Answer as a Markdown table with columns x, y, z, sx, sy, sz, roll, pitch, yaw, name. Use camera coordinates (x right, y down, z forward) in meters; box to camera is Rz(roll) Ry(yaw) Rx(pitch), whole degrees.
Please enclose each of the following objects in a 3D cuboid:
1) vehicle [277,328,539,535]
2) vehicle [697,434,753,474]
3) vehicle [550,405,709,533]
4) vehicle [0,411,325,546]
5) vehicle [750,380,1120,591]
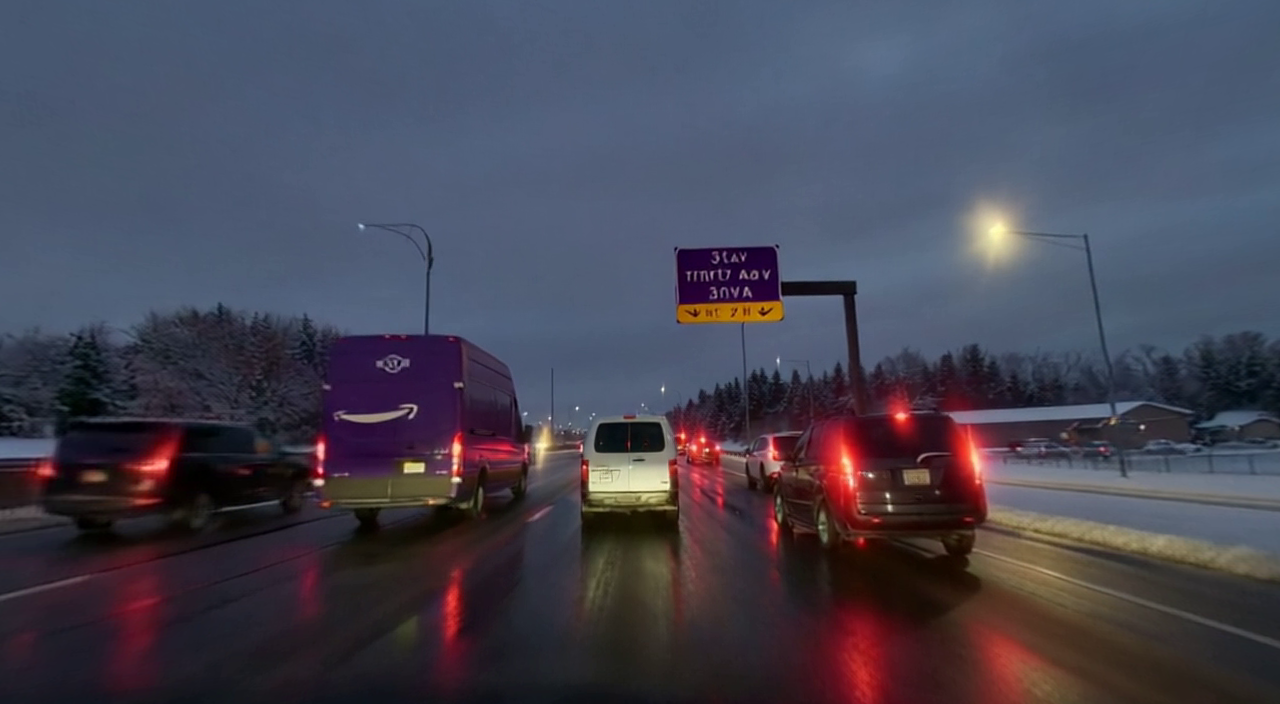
| x | y | z | sx | sy | sz | roll | pitch | yaw | name |
| --- | --- | --- | --- | --- | --- | --- | --- | --- | --- |
| -3.687 | 1.555 | 11.978 | 2.415 | 2.821 | 6.636 | 0 | -9 | 0 | vehicle |
| 3.941 | 4.814 | 29.997 | 2.064 | 1.720 | 4.416 | 0 | -9 | 0 | vehicle |
| -0.146 | 2.018 | 11.328 | 2.287 | 1.823 | 4.369 | 0 | -9 | 0 | vehicle |
| -7.196 | 1.864 | 9.927 | 2.031 | 1.583 | 4.646 | 0 | -9 | 0 | vehicle |
| 3.121 | 1.591 | 8.340 | 2.341 | 1.890 | 5.144 | 1 | -9 | -1 | vehicle |
